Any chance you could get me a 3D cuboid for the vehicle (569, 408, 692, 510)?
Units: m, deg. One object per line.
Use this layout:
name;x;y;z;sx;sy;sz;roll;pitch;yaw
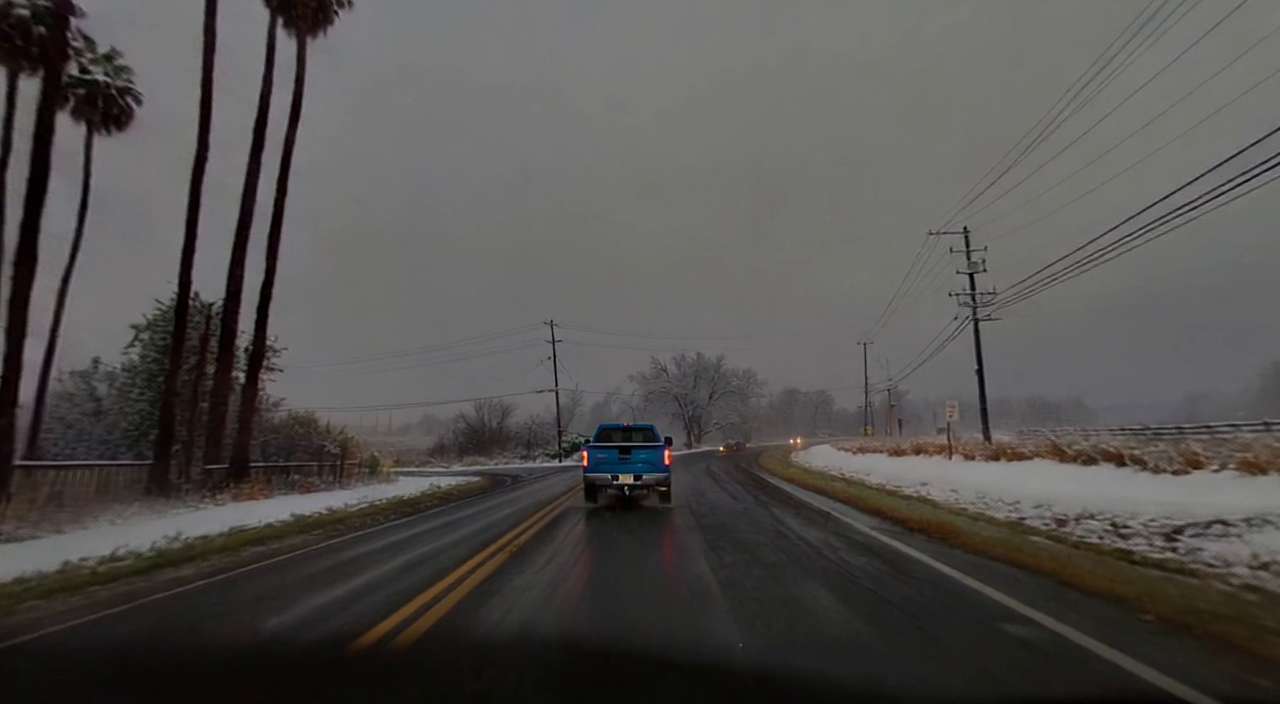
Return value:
vehicle;-0.257;2.784;16.895;2.693;2.223;5.885;0;-8;-1
